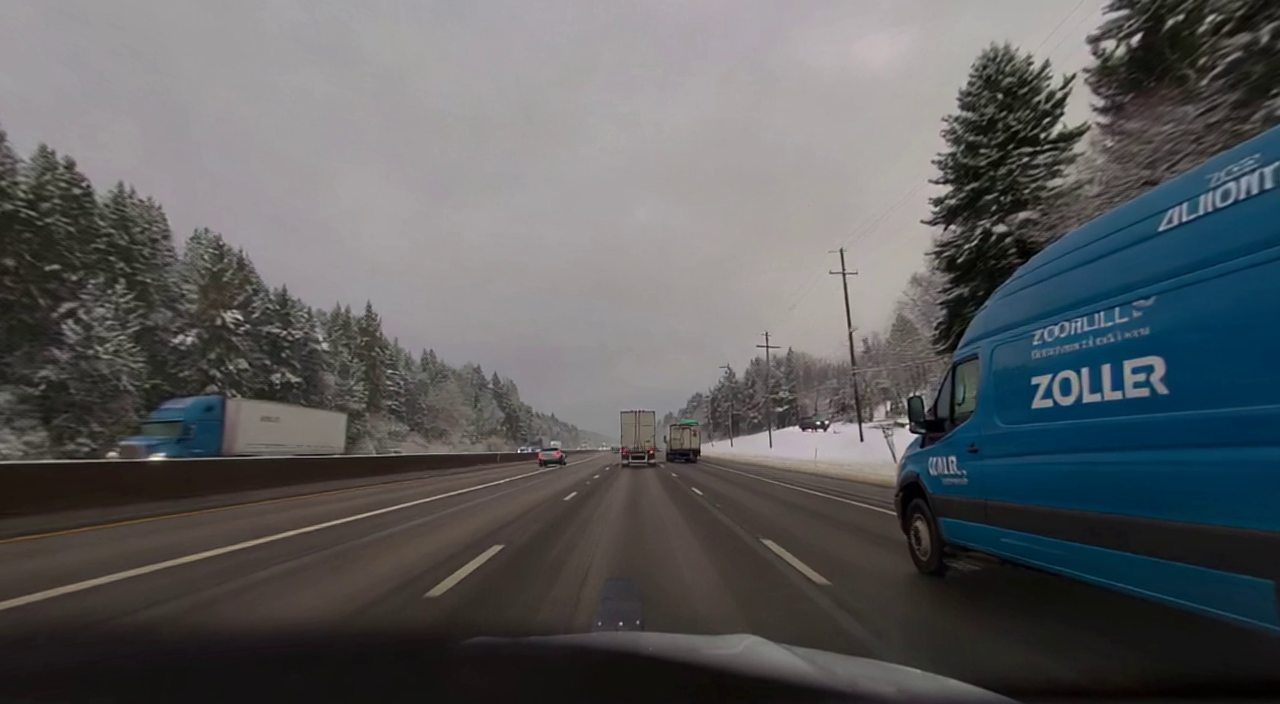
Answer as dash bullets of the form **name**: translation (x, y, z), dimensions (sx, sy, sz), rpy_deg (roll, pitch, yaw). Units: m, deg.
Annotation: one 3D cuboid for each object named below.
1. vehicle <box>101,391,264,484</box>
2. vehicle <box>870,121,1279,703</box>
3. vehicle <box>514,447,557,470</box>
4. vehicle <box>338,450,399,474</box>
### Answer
- **vehicle**: translation (-21.063, 4.048, 29.588), dimensions (2.997, 3.912, 5.928), rpy_deg (0, -9, 0)
- **vehicle**: translation (3.845, 0.598, 4.052), dimensions (2.338, 2.690, 6.025), rpy_deg (0, -9, -1)
- **vehicle**: translation (-6.999, 7.187, 42.724), dimensions (2.069, 1.495, 4.698), rpy_deg (0, -9, 0)
- **vehicle**: translation (-17.403, 7.020, 40.629), dimensions (1.945, 1.440, 4.397), rpy_deg (0, -9, 0)
